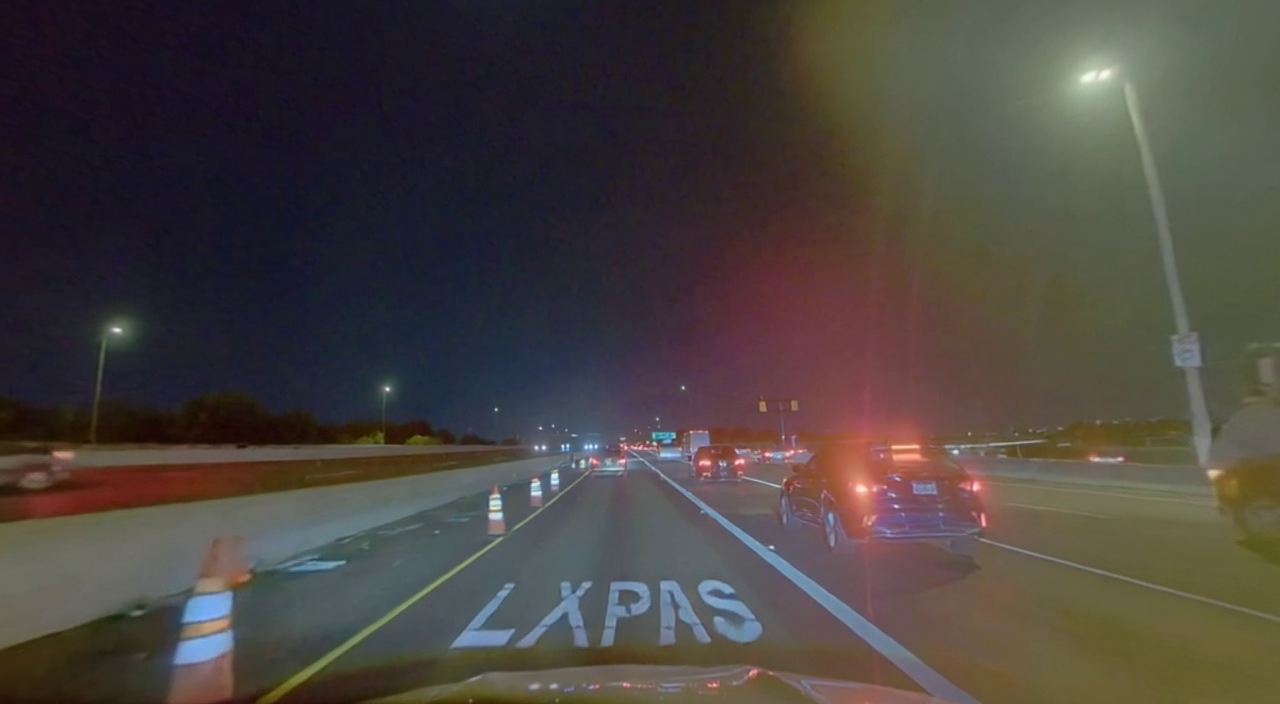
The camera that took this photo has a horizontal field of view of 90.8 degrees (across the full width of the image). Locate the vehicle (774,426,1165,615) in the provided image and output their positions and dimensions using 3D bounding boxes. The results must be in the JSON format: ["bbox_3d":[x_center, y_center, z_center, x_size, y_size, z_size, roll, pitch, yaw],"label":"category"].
[{"bbox_3d":[3.061,1.652,7.165,1.996,1.455,4.281,0,-9,-2],"label":"vehicle"}]

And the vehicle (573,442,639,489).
[{"bbox_3d":[-1.123,3.885,21.915,2.069,1.470,4.004,0,-9,-2],"label":"vehicle"}]

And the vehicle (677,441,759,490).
[{"bbox_3d":[2.545,3.842,21.739,2.042,1.460,4.451,0,-9,-3],"label":"vehicle"}]
